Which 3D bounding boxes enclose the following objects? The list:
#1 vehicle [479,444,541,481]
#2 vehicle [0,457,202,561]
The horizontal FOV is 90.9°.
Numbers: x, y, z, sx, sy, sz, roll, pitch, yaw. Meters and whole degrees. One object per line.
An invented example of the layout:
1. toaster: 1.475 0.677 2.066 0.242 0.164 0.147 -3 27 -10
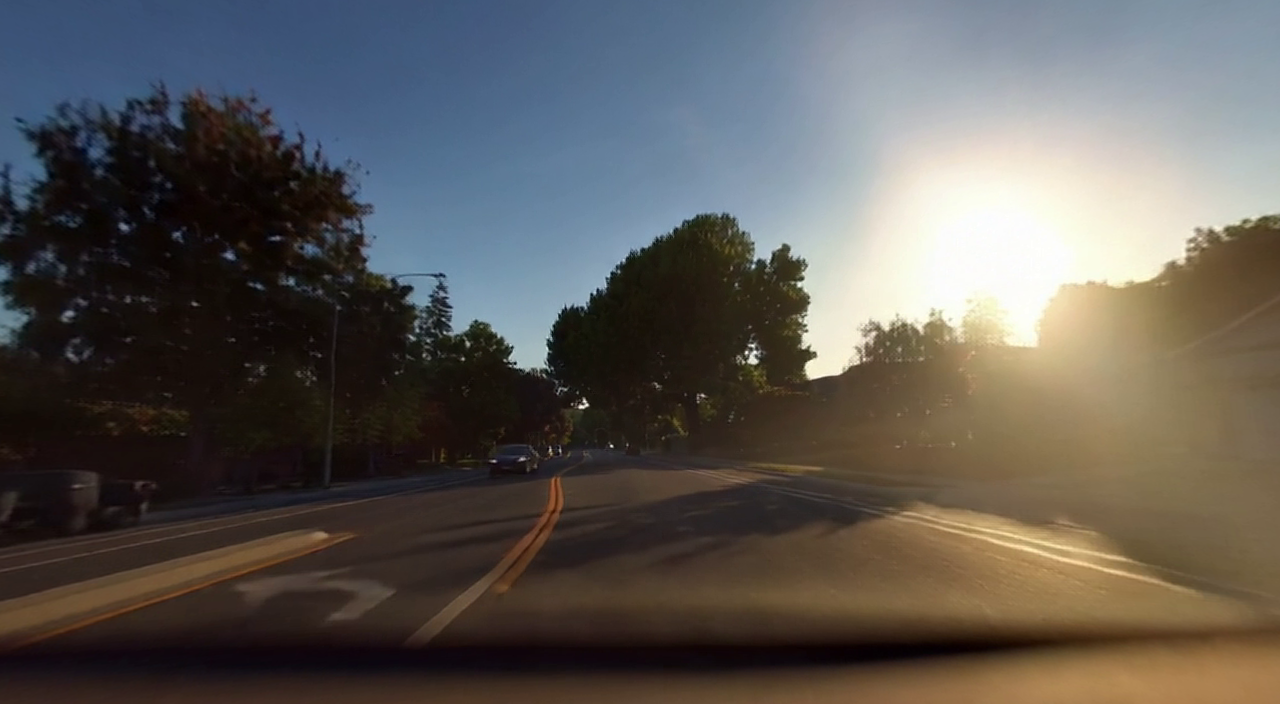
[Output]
1. vehicle: -6.045 5.161 29.836 1.951 1.612 4.269 0 -8 1
2. vehicle: -11.969 3.056 12.856 2.066 1.681 5.292 -1 -8 3
